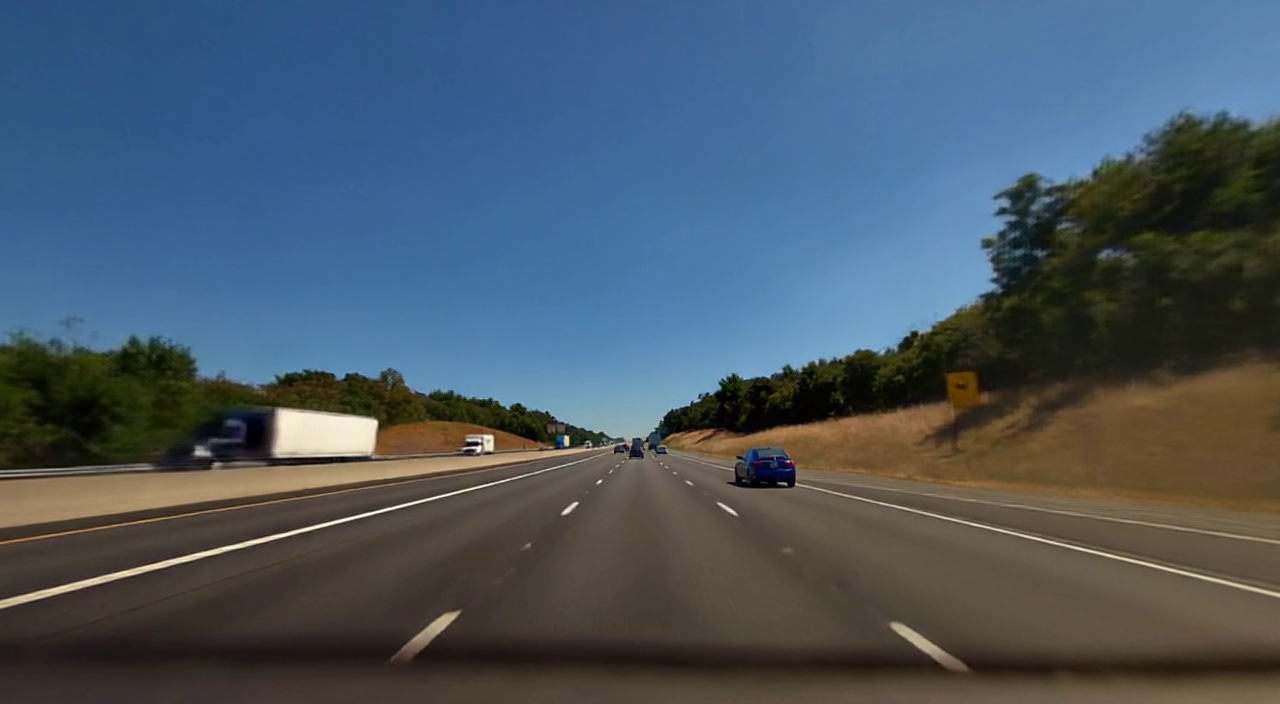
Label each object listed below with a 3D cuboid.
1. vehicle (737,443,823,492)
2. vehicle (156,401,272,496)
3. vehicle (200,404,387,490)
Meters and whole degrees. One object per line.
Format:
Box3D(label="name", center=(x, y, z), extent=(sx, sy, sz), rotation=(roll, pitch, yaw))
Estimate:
Box3D(label="vehicle", center=(4.617, 3.861, 21.422), extent=(1.967, 1.472, 3.751), rotation=(0, -9, -2))
Box3D(label="vehicle", center=(-19.209, 4.365, 28.667), extent=(2.999, 4.006, 2.848), rotation=(0, -9, 0))
Box3D(label="vehicle", center=(-19.256, 5.597, 37.018), extent=(2.888, 4.058, 14.195), rotation=(0, -9, 0))
